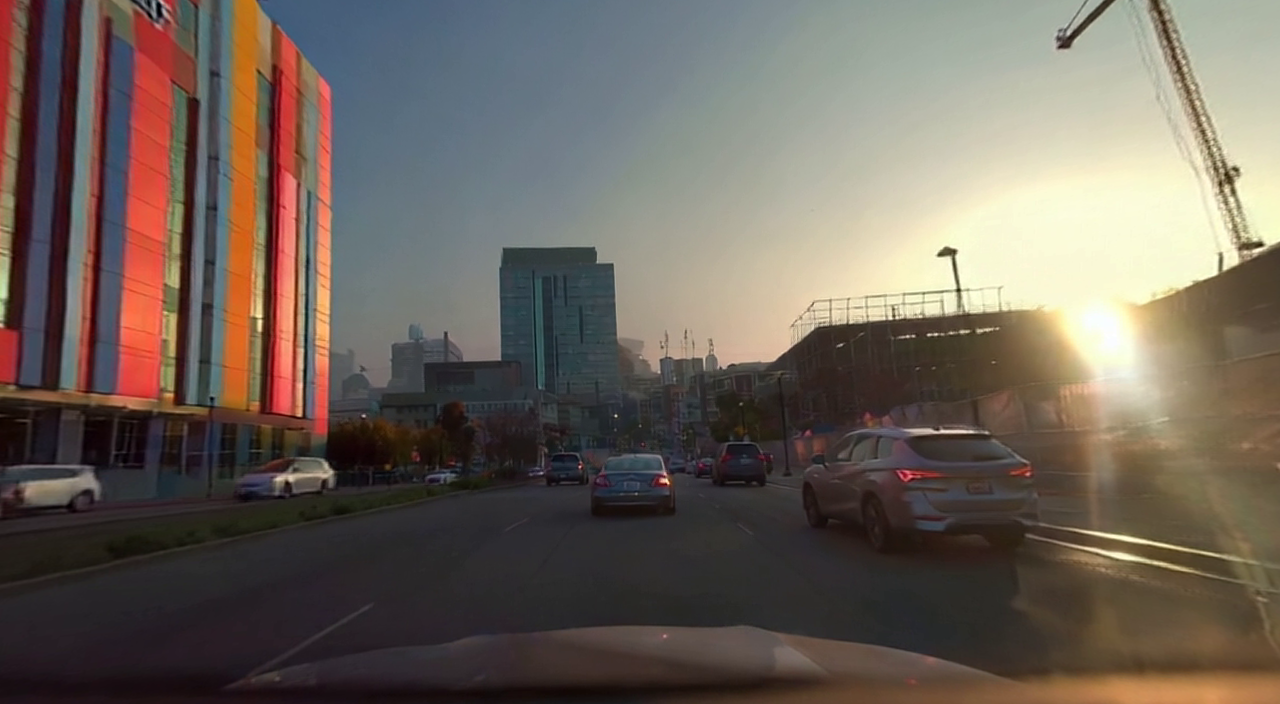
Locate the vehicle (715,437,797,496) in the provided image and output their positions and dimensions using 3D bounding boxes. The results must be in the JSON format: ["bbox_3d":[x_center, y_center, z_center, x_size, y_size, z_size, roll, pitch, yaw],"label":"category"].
[{"bbox_3d":[4.076,4.099,23.097,2.124,1.896,4.914,0,-8,1],"label":"vehicle"}]

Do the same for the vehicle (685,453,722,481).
[{"bbox_3d":[4.091,7.472,41.167,2.115,1.636,4.104,0,-8,1],"label":"vehicle"}]

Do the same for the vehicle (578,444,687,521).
[{"bbox_3d":[-0.108,2.890,14.558,2.131,1.496,4.193,0,-8,1],"label":"vehicle"}]

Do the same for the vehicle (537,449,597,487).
[{"bbox_3d":[-3.427,5.523,30.399,2.201,1.691,4.305,0,-8,2],"label":"vehicle"}]

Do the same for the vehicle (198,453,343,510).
[{"bbox_3d":[-12.718,4.433,22.186,2.202,1.714,4.509,-1,-8,3],"label":"vehicle"}]

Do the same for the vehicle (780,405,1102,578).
[{"bbox_3d":[3.726,1.836,9.174,2.185,1.797,4.934,0,-8,0],"label":"vehicle"}]
